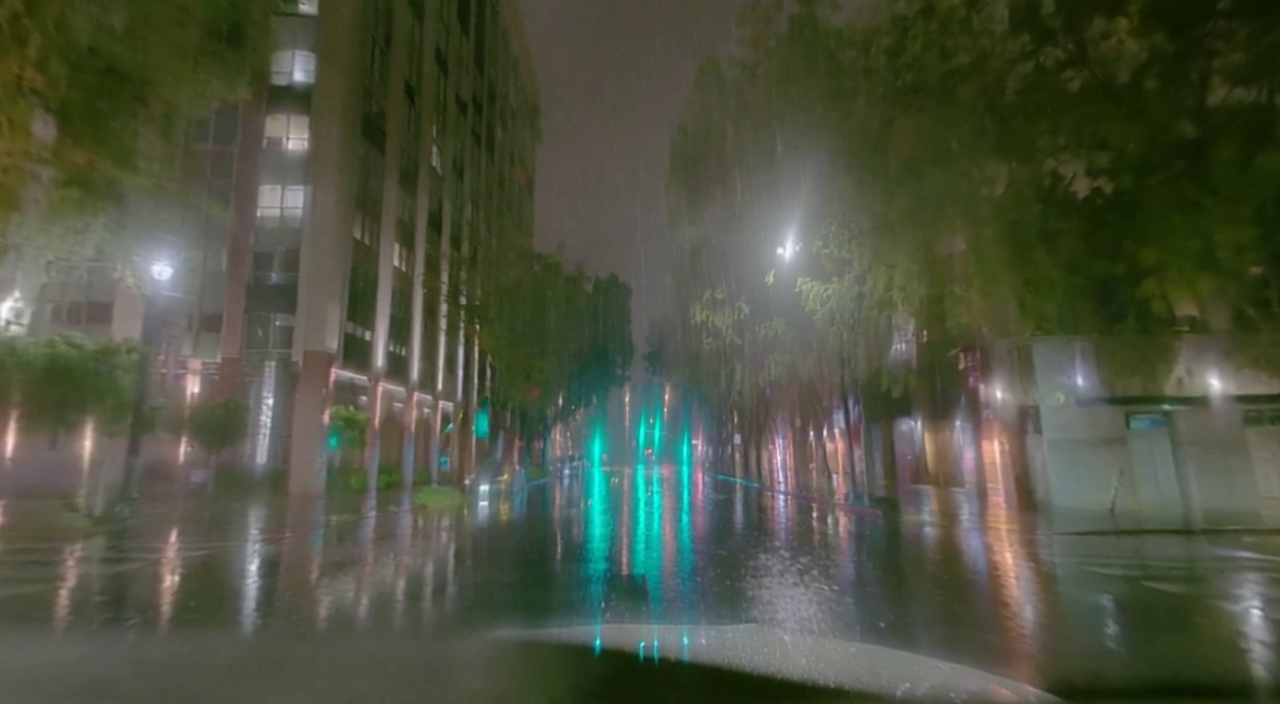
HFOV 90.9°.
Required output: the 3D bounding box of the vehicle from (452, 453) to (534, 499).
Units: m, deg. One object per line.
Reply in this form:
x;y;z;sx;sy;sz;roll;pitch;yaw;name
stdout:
-5.819;4.947;25.596;2.223;1.658;4.621;0;-9;0;vehicle
